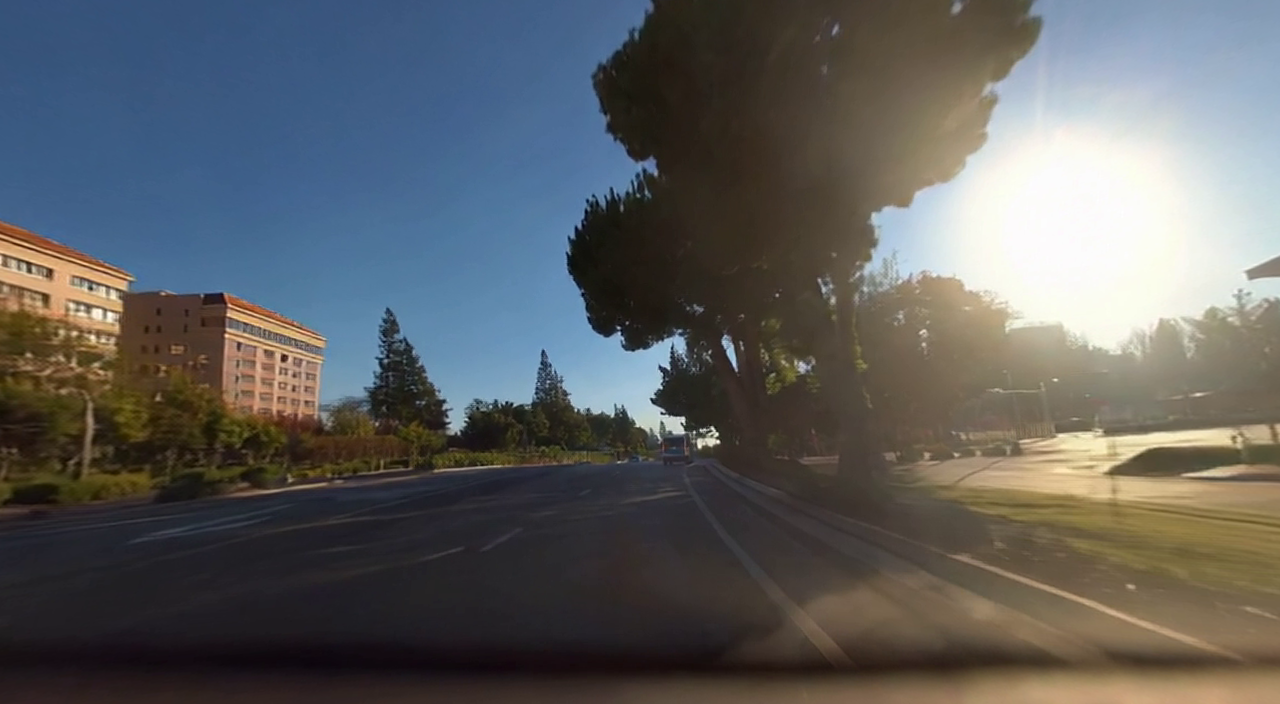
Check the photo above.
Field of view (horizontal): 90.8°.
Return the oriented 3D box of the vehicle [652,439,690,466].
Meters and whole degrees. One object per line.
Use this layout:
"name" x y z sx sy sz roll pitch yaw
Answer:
"vehicle" 2.215 7.060 44.399 2.370 1.781 4.440 -1 -9 6
